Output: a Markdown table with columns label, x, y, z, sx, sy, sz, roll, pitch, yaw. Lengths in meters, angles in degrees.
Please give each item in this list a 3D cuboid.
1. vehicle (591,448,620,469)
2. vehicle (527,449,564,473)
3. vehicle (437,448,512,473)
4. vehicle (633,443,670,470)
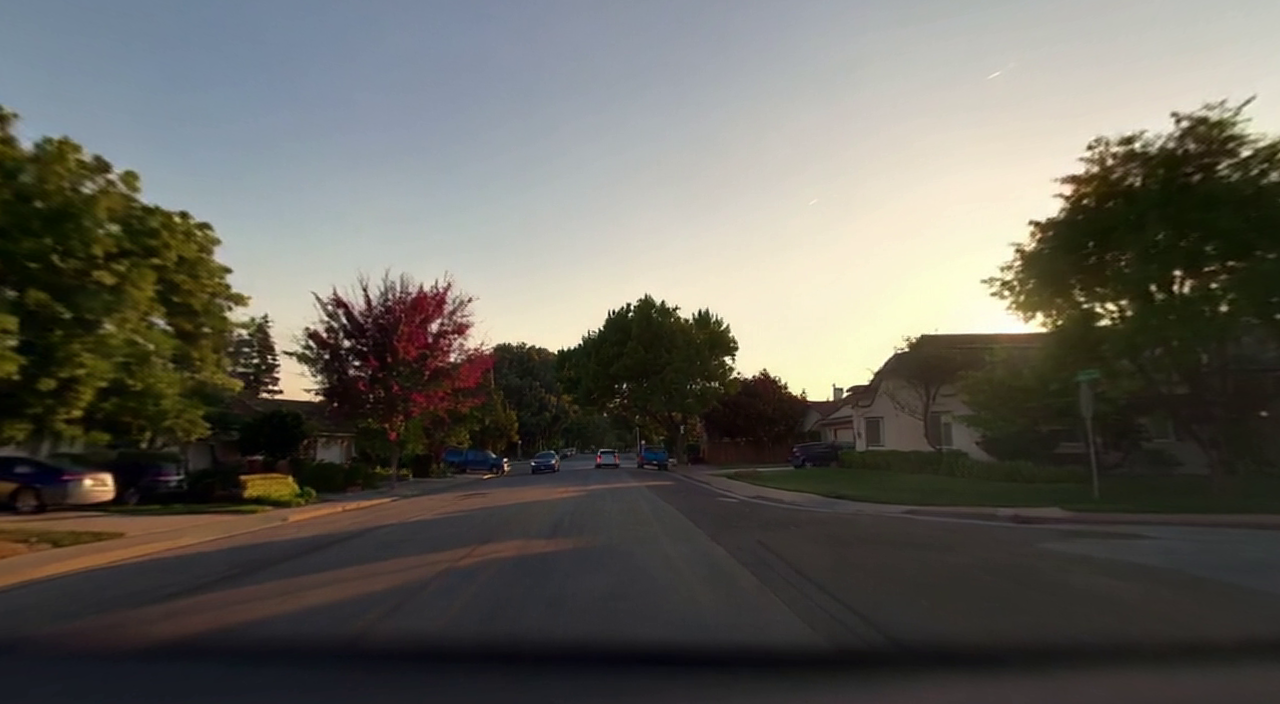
| label | x | y | z | sx | sy | sz | roll | pitch | yaw |
| --- | --- | --- | --- | --- | --- | --- | --- | --- | --- |
| vehicle | -2.555 | 7.852 | 46.762 | 2.064 | 1.477 | 3.968 | 0 | -8 | -3 |
| vehicle | -6.326 | 7.358 | 42.811 | 1.926 | 1.513 | 4.236 | 0 | -8 | -1 |
| vehicle | -12.158 | 7.996 | 46.645 | 4.947 | 1.769 | 2.023 | 0 | -8 | -2 |
| vehicle | 0.776 | 7.922 | 48.292 | 2.394 | 1.901 | 5.759 | 0 | -8 | -4 |
